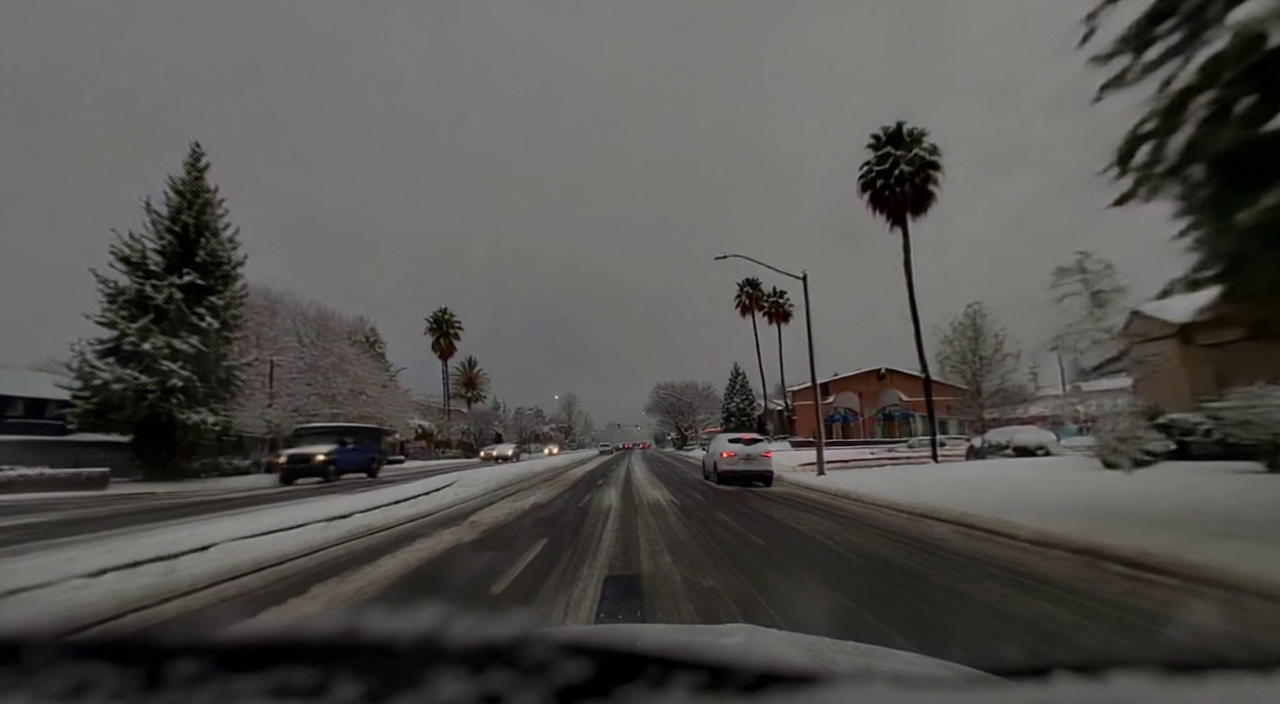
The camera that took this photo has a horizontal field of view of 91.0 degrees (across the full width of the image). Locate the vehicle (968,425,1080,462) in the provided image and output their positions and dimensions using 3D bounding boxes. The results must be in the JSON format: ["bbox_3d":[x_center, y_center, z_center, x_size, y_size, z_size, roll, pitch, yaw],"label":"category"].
[{"bbox_3d":[18.922,4.566,31.290,1.962,1.699,4.673,2,-9,-12],"label":"vehicle"}]

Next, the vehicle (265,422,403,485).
[{"bbox_3d":[-15.383,5.201,32.564,3.083,2.852,7.976,0,-8,0],"label":"vehicle"}]

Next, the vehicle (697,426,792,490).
[{"bbox_3d":[3.375,3.538,21.348,2.244,1.901,4.561,0,-8,-3],"label":"vehicle"}]
